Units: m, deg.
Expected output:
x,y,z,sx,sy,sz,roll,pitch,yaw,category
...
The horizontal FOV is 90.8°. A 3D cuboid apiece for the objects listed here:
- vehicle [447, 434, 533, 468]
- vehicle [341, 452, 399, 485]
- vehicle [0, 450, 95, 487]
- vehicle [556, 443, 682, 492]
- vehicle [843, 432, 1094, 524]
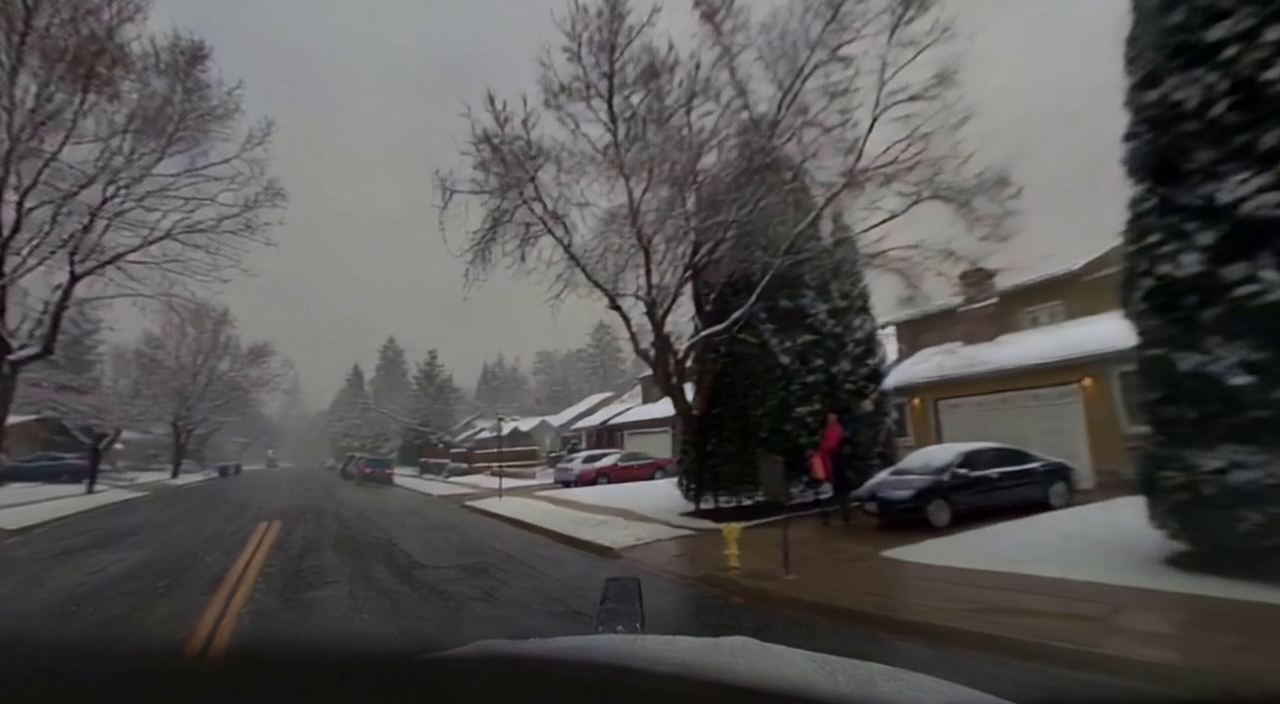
x,y,z,sx,sy,sz,roll,pitch,yaw,category
-9.429,6.231,39.775,4.861,1.911,2.181,5,-14,-27,vehicle
-13.640,5.877,31.745,2.009,1.506,4.698,7,-13,-29,vehicle
-31.758,6.079,32.937,4.511,1.809,2.018,6,-13,-27,vehicle
-0.758,4.360,23.628,4.230,1.666,1.978,6,-12,-26,vehicle
6.421,2.465,12.328,4.569,1.499,1.917,6,-12,-27,vehicle
